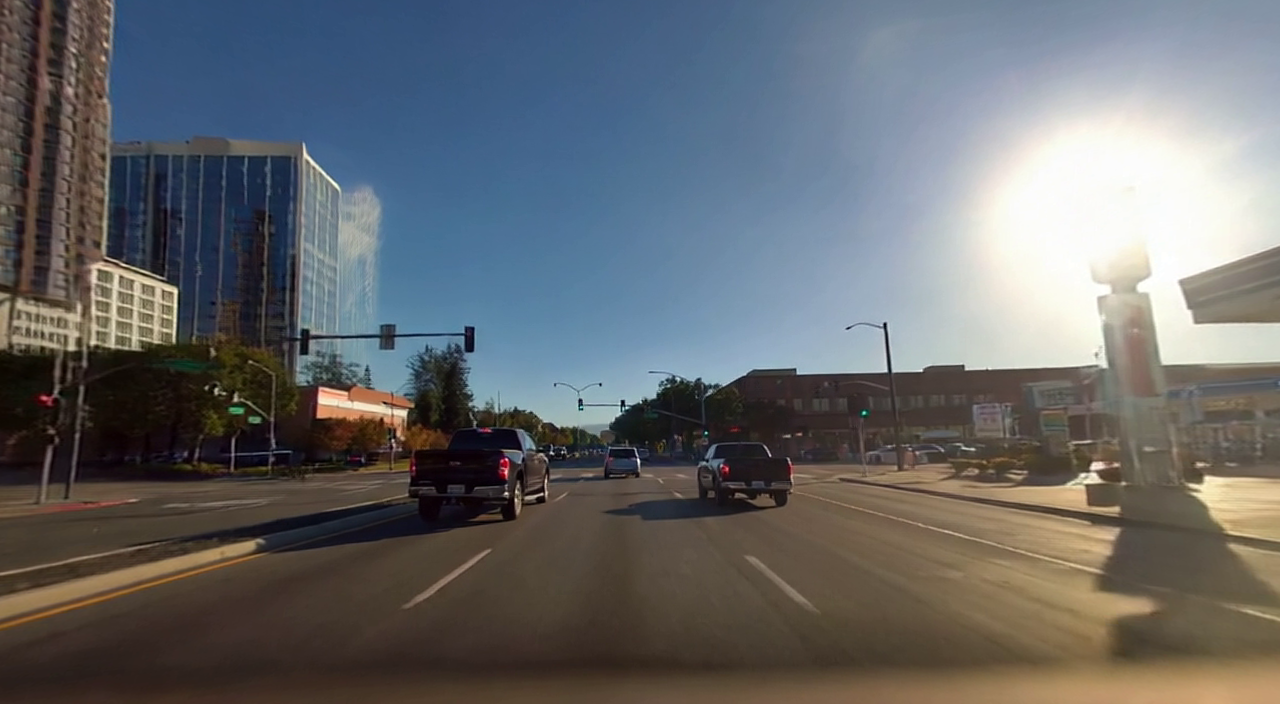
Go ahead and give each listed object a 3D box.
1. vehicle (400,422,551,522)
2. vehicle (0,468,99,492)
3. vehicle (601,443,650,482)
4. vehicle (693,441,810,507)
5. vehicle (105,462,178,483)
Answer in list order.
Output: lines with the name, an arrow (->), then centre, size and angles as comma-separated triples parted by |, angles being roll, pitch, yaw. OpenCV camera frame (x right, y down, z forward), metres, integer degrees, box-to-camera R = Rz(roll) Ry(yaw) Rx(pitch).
vehicle -> -3.563, 2.730, 15.046 | 2.195, 1.905, 5.634 | 0, -9, -1
vehicle -> -38.581, 8.305, 41.244 | 4.460, 1.411, 1.879 | 2, -9, -10
vehicle -> -0.691, 4.840, 28.014 | 2.029, 1.605, 3.827 | 0, -9, -3
vehicle -> 2.747, 3.128, 16.712 | 2.061, 1.487, 4.462 | 0, -9, -3
vehicle -> -38.113, 9.224, 48.373 | 3.849, 1.510, 1.865 | 1, -9, -10
